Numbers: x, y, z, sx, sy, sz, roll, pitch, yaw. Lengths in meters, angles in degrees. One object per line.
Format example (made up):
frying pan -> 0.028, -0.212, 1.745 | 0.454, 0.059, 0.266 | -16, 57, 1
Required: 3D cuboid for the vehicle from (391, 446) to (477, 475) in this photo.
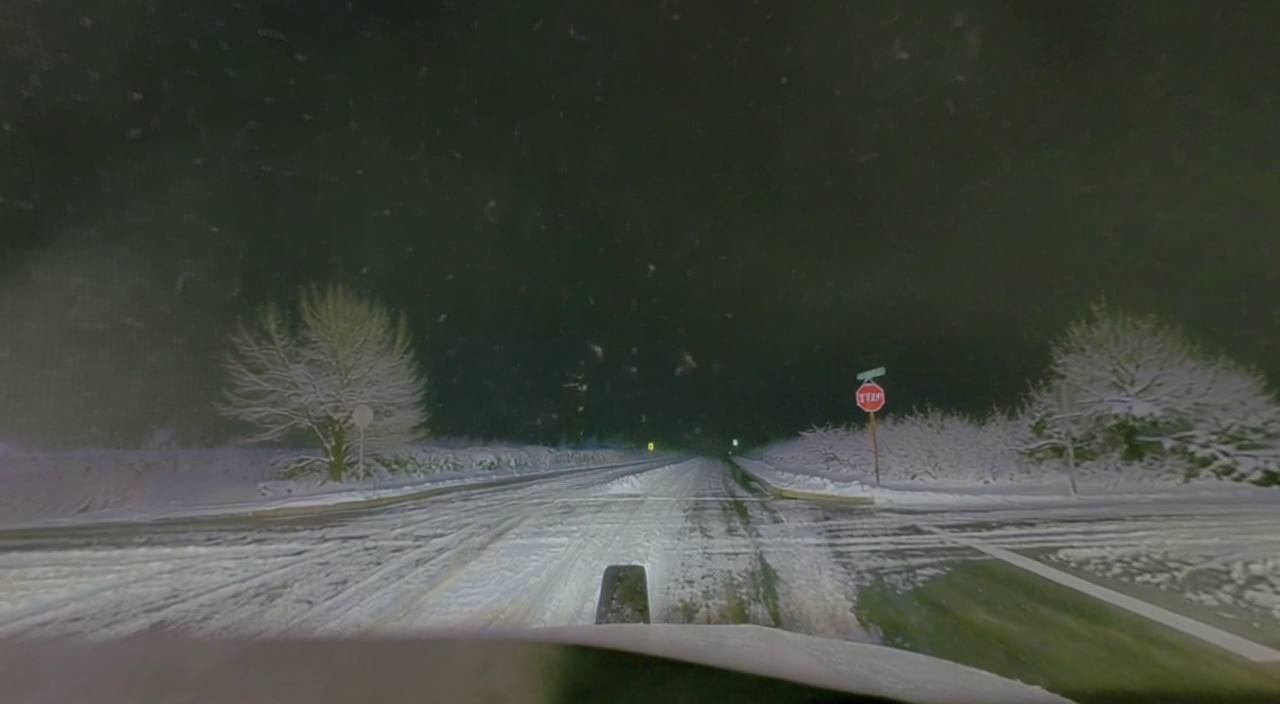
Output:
vehicle -> -12.685, 6.682, 39.015 | 4.590, 1.735, 1.973 | -1, -9, 3
